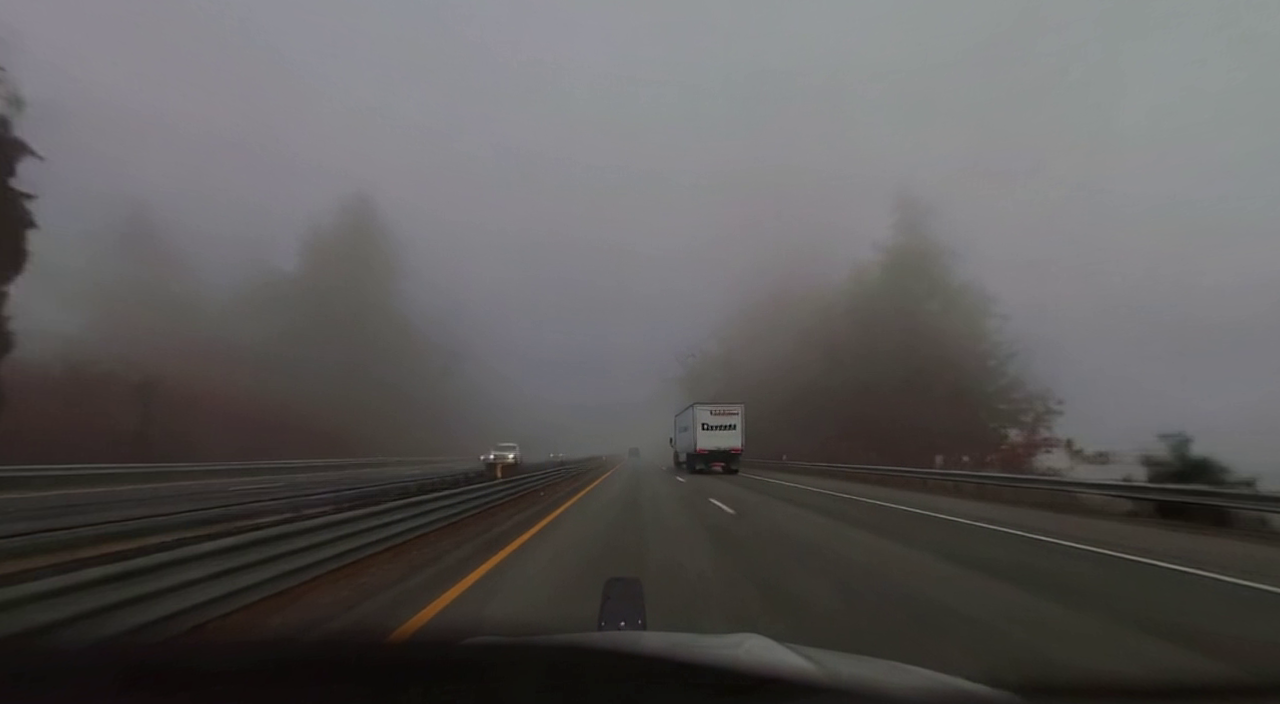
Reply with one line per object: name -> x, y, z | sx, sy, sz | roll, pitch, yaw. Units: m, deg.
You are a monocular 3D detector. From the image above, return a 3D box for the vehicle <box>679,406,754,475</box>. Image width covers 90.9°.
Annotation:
vehicle -> 4.132, 5.258, 36.927 | 2.876, 3.419, 11.591 | 0, -9, 0

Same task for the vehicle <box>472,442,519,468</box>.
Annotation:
vehicle -> -9.022, 6.462, 39.696 | 1.935, 1.558, 4.214 | 0, -9, 0
